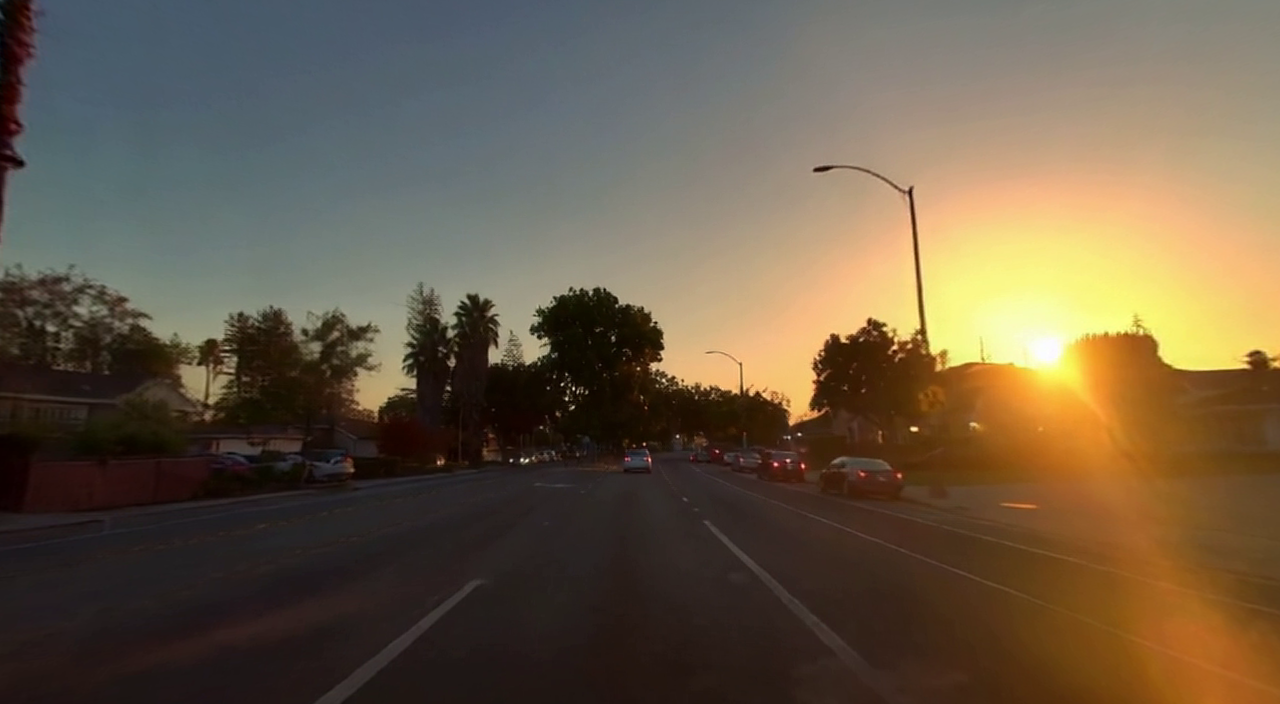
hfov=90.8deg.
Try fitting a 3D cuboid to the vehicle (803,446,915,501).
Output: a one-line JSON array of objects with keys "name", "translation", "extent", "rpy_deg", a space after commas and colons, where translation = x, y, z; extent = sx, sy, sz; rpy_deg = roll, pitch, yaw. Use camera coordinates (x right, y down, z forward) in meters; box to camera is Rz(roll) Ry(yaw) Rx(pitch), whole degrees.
[{"name": "vehicle", "translation": [6.756, 3.757, 20.103], "extent": [1.947, 1.505, 4.759], "rpy_deg": [0, -8, 1]}]

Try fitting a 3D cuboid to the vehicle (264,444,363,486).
[{"name": "vehicle", "translation": [-16.931, 5.830, 33.130], "extent": [2.185, 1.993, 5.054], "rpy_deg": [-1, -8, 4]}]

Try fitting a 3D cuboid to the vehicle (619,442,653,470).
[{"name": "vehicle", "translation": [-0.310, 7.237, 44.275], "extent": [2.248, 1.833, 4.798], "rpy_deg": [0, -8, -1]}]

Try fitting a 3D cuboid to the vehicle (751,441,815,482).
[{"name": "vehicle", "translation": [6.861, 5.287, 30.952], "extent": [2.035, 1.822, 5.449], "rpy_deg": [0, -8, 2]}]
